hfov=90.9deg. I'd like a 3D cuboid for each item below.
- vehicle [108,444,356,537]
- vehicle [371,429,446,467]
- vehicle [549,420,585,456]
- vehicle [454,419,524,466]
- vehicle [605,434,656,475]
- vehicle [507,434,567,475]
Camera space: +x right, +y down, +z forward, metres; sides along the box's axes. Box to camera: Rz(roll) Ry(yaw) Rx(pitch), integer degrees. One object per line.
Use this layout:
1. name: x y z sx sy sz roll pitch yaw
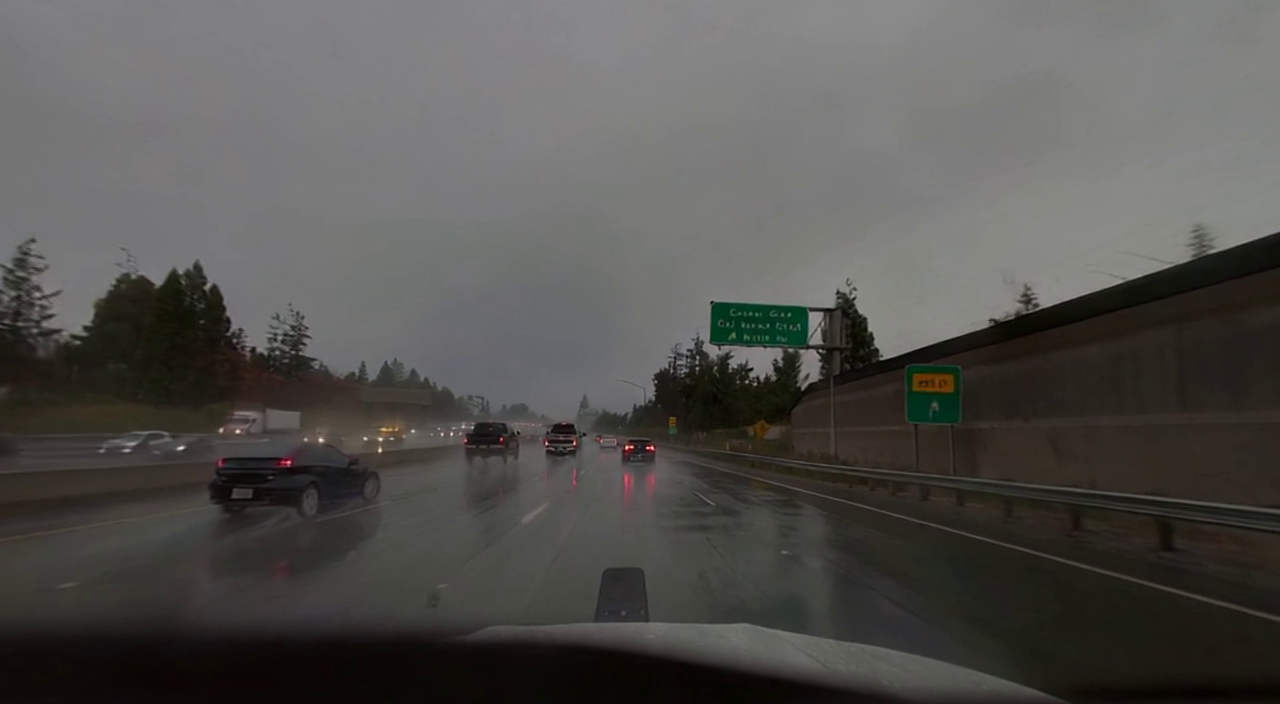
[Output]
1. vehicle: -7.512 2.536 12.306 1.896 1.465 4.399 0 -8 0
2. vehicle: -12.056 5.055 33.244 2.079 1.807 5.187 0 -8 -1
3. vehicle: -5.603 6.722 49.219 2.279 2.672 5.256 0 -8 -2
4. vehicle: -8.440 5.181 36.050 2.773 2.402 6.232 0 -8 -3
5. vehicle: -0.472 4.495 27.892 2.092 1.671 3.772 0 -8 -2
6. vehicle: -4.414 4.476 27.708 2.005 1.631 4.295 0 -8 -1
